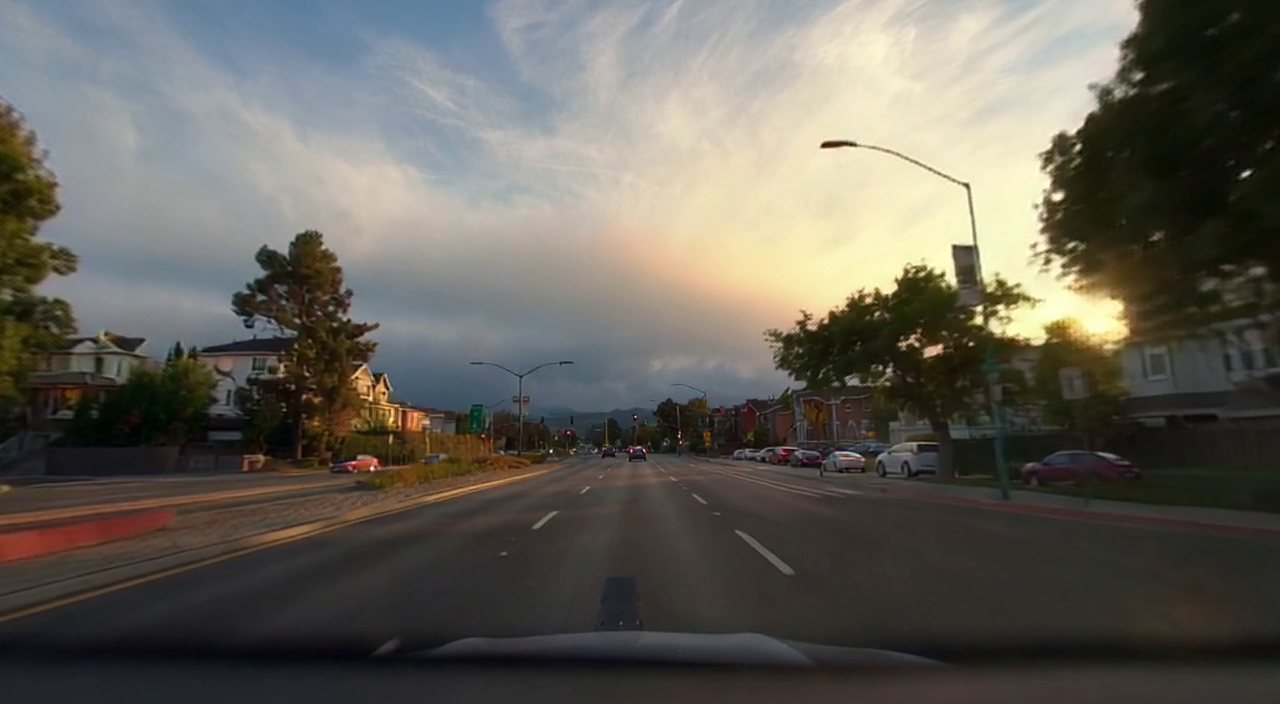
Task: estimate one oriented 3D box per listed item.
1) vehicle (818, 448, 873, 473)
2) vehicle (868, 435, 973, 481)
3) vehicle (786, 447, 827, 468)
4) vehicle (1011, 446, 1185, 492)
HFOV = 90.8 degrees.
[{"bbox_3d":[12.756,6.738,39.529,1.916,1.452,4.651,0,-8,0],"label":"vehicle"},{"bbox_3d":[13.159,4.989,30.121,2.047,1.950,5.112,1,-9,-9],"label":"vehicle"},{"bbox_3d":[12.386,7.900,47.275,1.836,1.448,4.624,-1,-9,1],"label":"vehicle"},{"bbox_3d":[15.978,4.063,22.320,1.826,1.420,4.533,5,-10,-32],"label":"vehicle"}]
